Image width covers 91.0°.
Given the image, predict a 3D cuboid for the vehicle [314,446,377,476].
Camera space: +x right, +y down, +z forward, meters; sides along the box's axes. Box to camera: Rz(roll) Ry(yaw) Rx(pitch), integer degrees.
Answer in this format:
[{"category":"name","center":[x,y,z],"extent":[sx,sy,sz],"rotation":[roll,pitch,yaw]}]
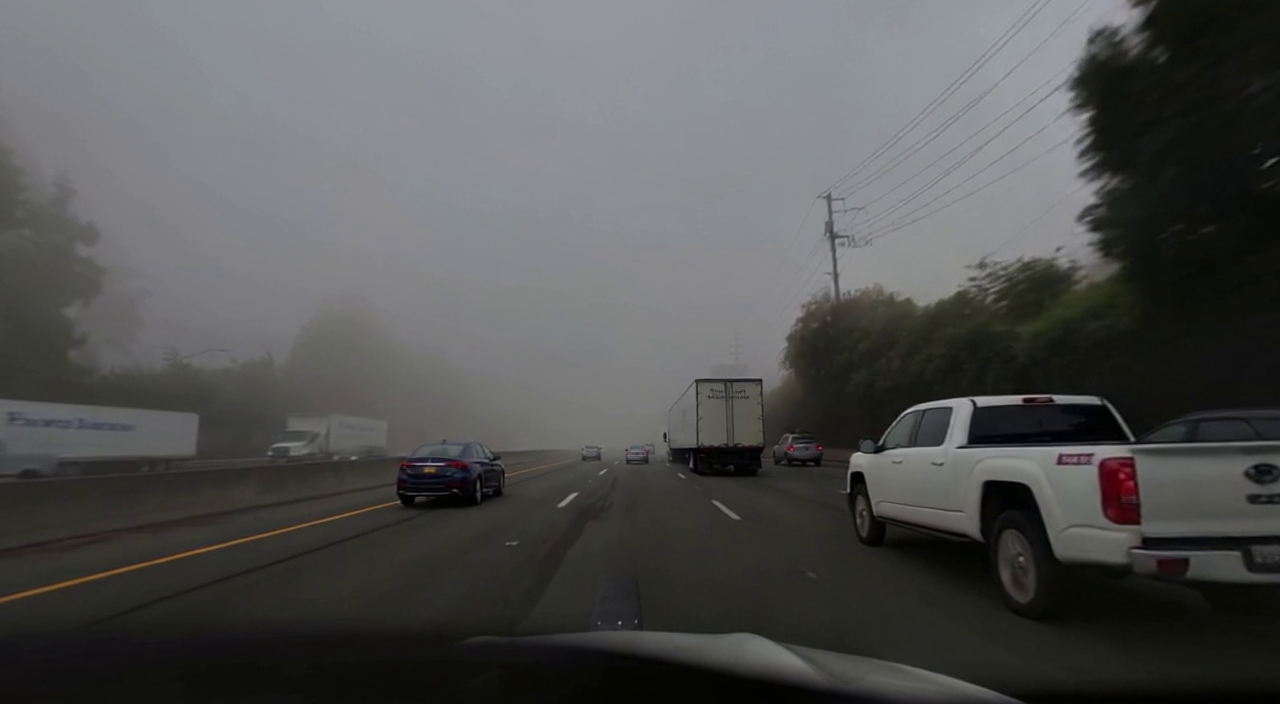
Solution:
[{"category":"vehicle","center":[-14.927,5.513,32.068],"extent":[1.519,1.378,3.435],"rotation":[-1,-8,0]}]

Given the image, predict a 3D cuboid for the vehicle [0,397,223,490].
[{"category":"vehicle","center":[-28.975,4.825,33.745],"extent":[3.049,3.899,16.316],"rotation":[0,-8,-3]}]

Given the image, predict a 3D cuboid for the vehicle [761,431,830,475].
[{"category":"vehicle","center":[7.402,4.869,30.514],"extent":[2.079,1.938,4.630],"rotation":[0,-8,-1]}]

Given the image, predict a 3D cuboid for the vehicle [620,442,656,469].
[{"category":"vehicle","center":[-0.106,6.148,37.497],"extent":[2.047,1.485,3.938],"rotation":[0,-8,1]}]

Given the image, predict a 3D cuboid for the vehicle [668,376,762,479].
[{"category":"vehicle","center":[3.358,4.200,33.351],"extent":[2.907,4.109,16.177],"rotation":[0,-8,0]}]

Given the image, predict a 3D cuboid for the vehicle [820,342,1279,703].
[{"category":"vehicle","center":[3.496,1.236,5.765],"extent":[2.132,1.869,4.978],"rotation":[0,-8,-1]}]

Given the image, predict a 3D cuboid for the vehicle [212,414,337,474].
[{"category":"vehicle","center":[-22.380,5.726,39.166],"extent":[3.028,3.310,7.561],"rotation":[0,-8,1]}]

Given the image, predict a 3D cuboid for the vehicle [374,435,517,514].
[{"category":"vehicle","center":[-4.187,2.686,14.287],"extent":[1.968,1.507,3.829],"rotation":[0,-8,1]}]
